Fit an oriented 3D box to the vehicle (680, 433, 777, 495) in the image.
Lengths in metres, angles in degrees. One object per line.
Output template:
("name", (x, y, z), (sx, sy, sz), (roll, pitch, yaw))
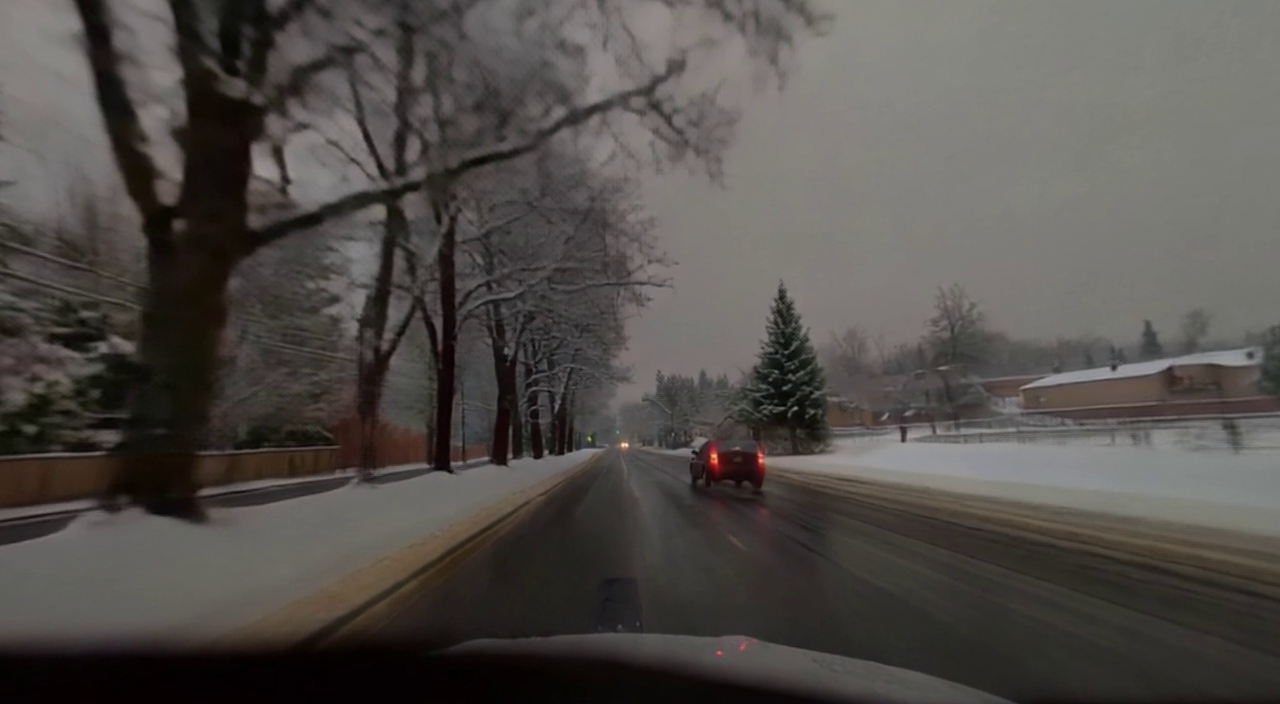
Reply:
("vehicle", (2.358, 3.142, 18.041), (1.985, 1.529, 4.316), (0, -9, -3))
